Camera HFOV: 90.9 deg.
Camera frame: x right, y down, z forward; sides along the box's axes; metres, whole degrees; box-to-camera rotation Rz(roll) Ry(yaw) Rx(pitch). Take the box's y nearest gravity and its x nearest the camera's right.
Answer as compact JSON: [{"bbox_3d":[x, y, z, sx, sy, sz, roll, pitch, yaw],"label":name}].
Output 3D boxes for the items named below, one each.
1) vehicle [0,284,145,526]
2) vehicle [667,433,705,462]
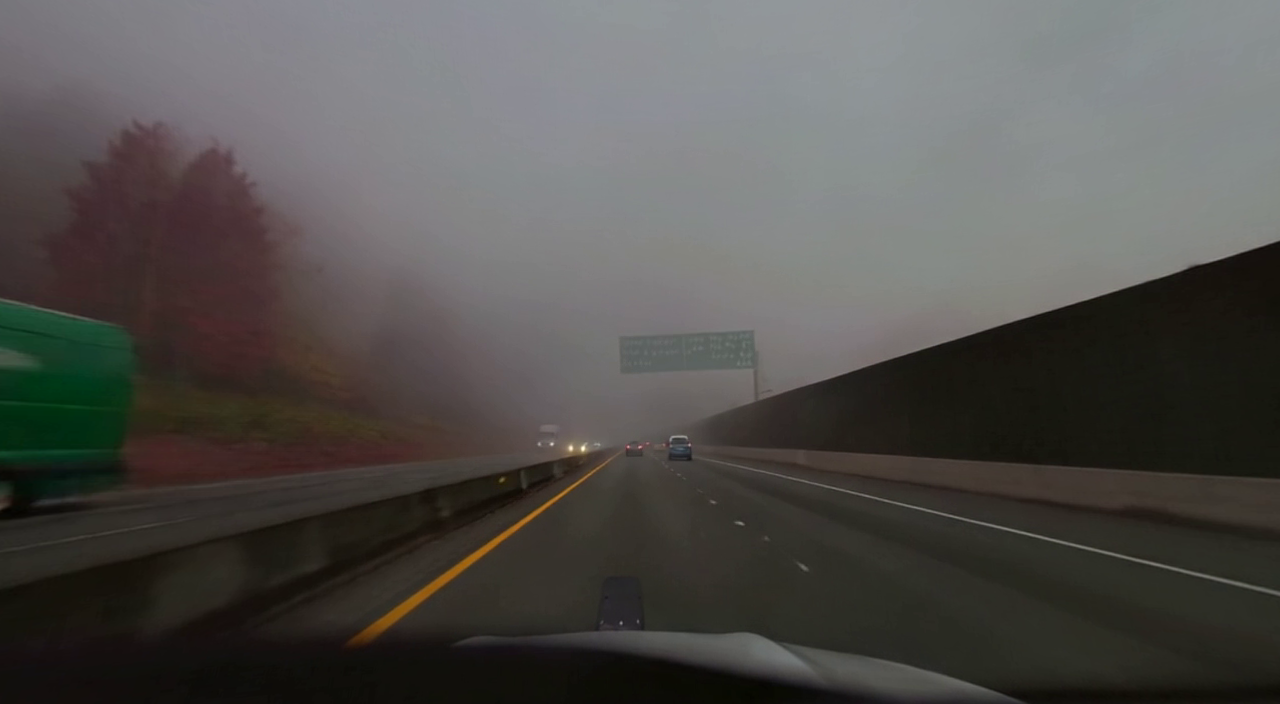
[{"bbox_3d":[-12.153,0.276,6.411,2.937,4.007,14.048,0,-8,0],"label":"vehicle"},{"bbox_3d":[3.442,7.219,47.721,2.393,2.072,4.958,0,-8,-1],"label":"vehicle"}]
